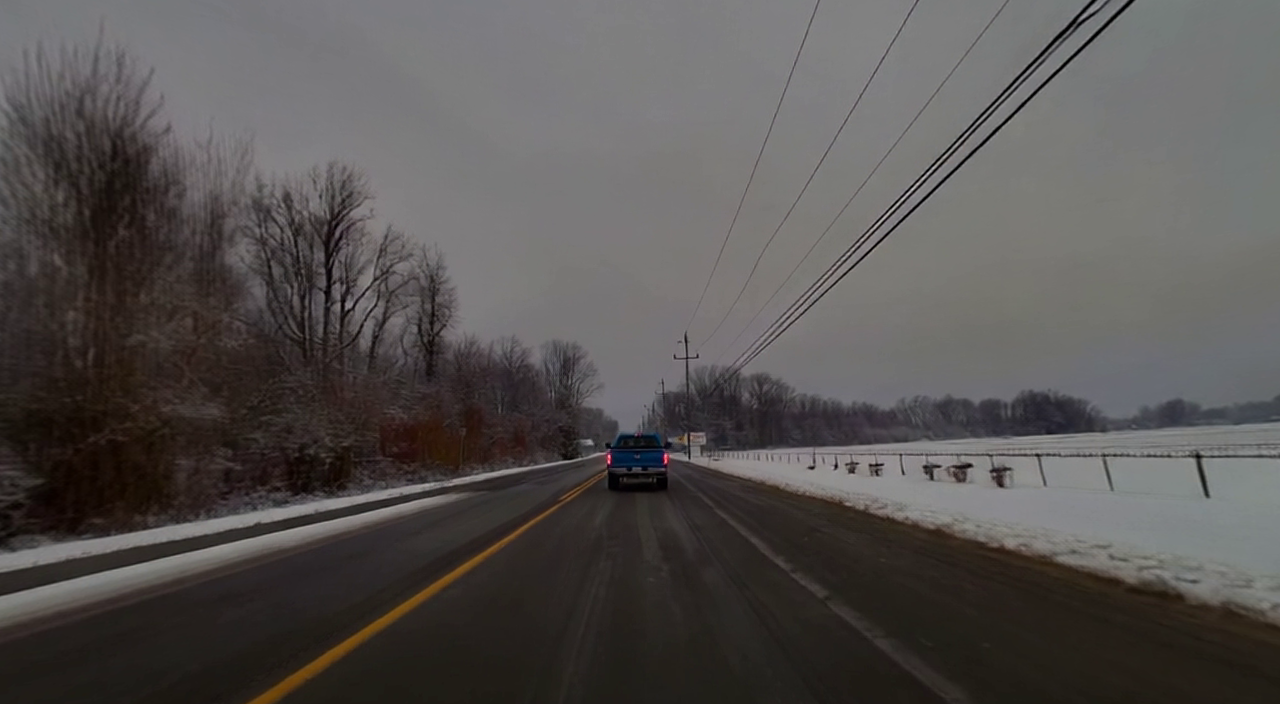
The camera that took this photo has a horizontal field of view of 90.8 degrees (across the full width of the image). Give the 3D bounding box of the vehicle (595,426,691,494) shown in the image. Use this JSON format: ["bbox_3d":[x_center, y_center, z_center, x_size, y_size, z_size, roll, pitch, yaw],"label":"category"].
[{"bbox_3d":[0.074,3.830,22.950,2.921,2.031,7.416,0,-8,0],"label":"vehicle"}]
